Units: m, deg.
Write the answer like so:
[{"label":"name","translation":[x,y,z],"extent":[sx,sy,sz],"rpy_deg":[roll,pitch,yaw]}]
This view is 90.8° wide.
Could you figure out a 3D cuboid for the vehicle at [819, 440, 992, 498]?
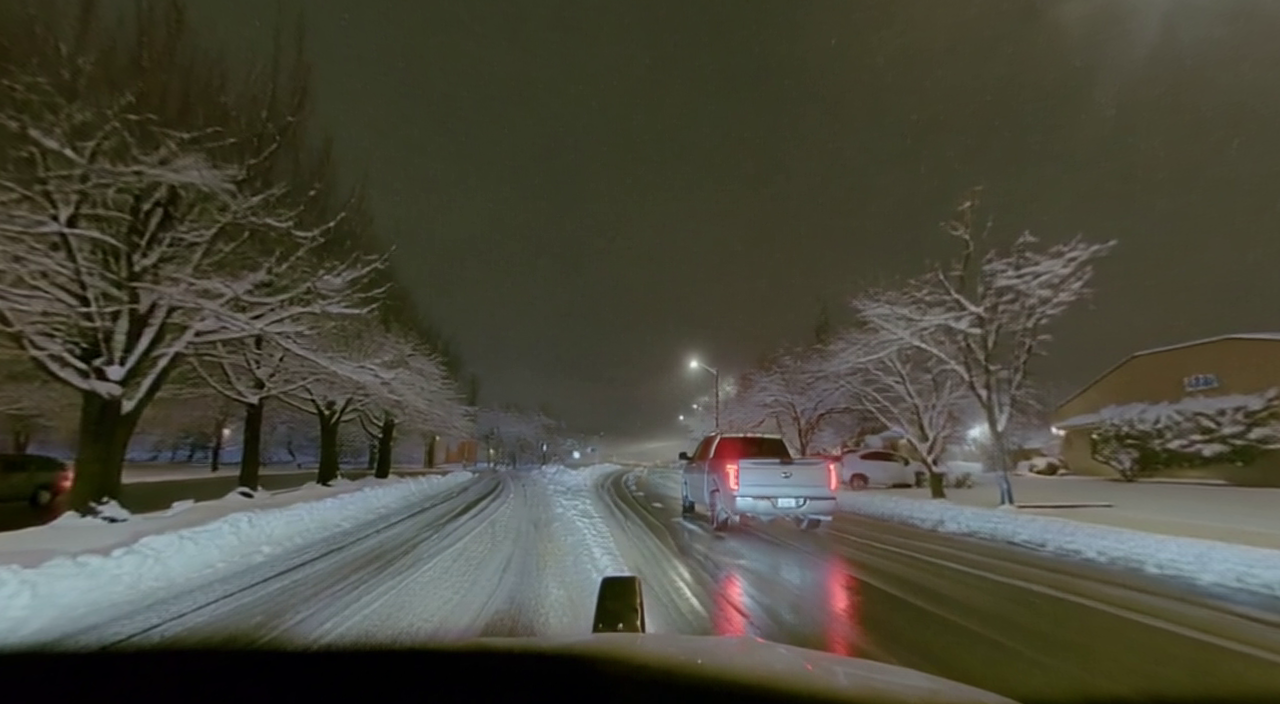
[{"label":"vehicle","translation":[13.205,5.901,31.754],"extent":[7.551,2.142,2.896],"rpy_deg":[6,-11,-7]}]

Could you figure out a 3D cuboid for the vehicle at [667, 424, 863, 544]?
[{"label":"vehicle","translation":[2.188,2.611,13.252],"extent":[2.402,1.922,5.677],"rpy_deg":[1,-9,-6]}]
